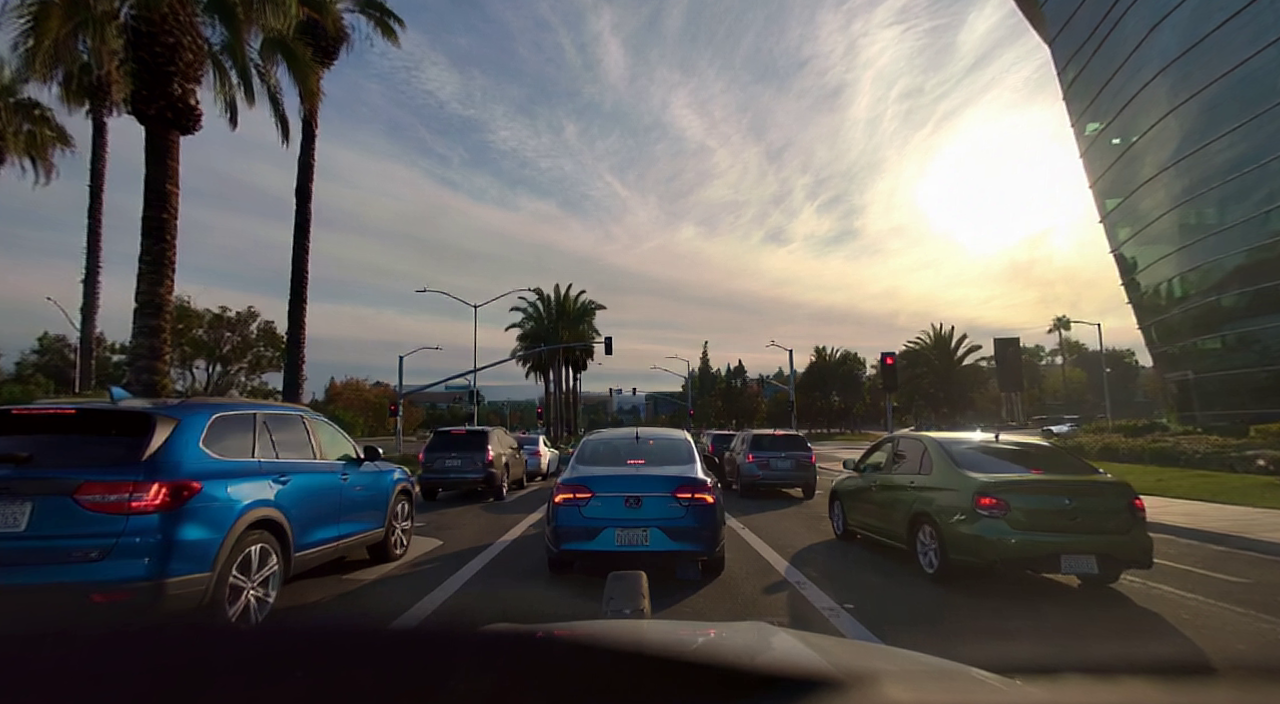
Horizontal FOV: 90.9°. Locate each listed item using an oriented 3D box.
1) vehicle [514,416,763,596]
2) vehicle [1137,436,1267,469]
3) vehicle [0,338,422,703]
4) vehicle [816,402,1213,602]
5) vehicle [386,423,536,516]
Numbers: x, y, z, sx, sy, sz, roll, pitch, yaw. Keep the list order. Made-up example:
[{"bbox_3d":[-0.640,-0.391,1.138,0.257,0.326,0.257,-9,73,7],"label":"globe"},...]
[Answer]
[{"bbox_3d":[-0.060,1.694,7.855,2.219,1.586,4.321,0,-8,-1],"label":"vehicle"},{"bbox_3d":[25.445,4.556,28.657,4.014,1.417,1.777,-1,-8,5],"label":"vehicle"},{"bbox_3d":[-3.540,1.135,5.077,2.014,1.775,4.404,0,-8,-1],"label":"vehicle"},{"bbox_3d":[3.838,1.615,7.679,2.064,1.696,4.431,0,-8,0],"label":"vehicle"},{"bbox_3d":[-3.479,2.356,13.076,1.917,1.631,3.768,0,-8,1],"label":"vehicle"}]
